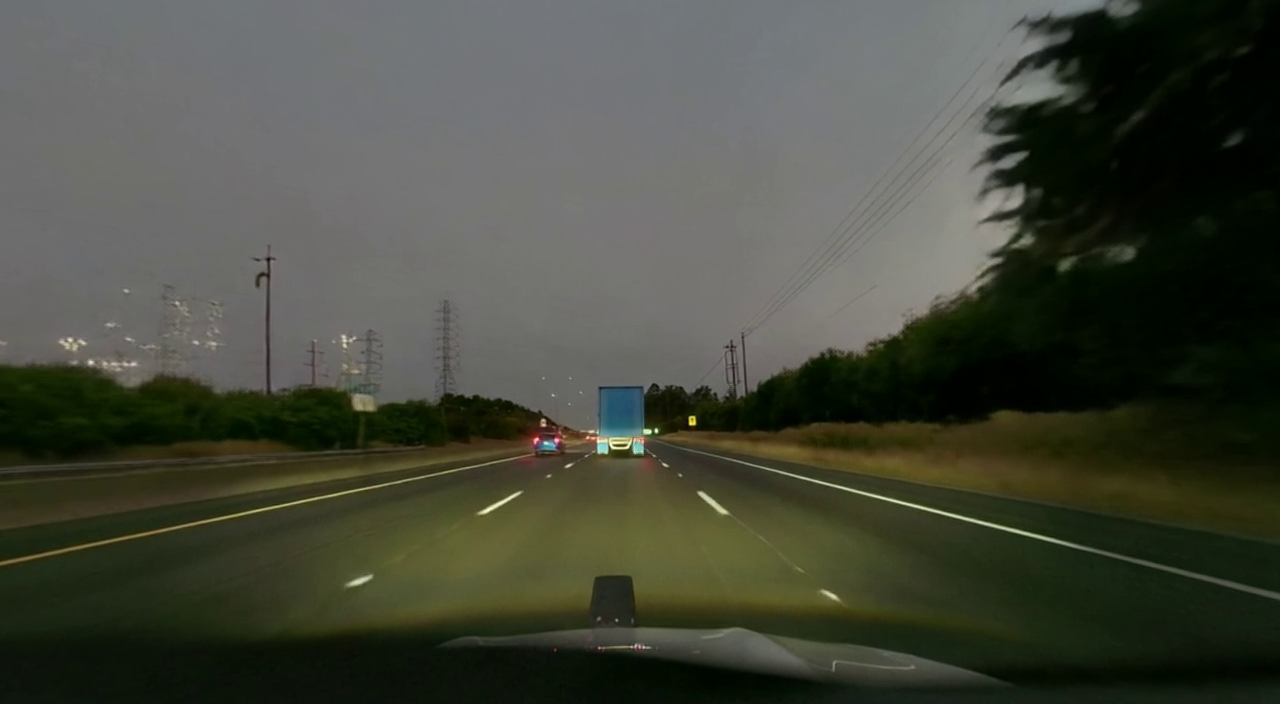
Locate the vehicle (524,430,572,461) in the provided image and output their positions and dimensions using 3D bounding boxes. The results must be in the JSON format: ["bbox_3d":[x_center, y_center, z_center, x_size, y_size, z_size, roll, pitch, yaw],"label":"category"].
[{"bbox_3d":[-5.235,5.378,36.461,2.117,1.618,4.480,0,-8,-1],"label":"vehicle"}]

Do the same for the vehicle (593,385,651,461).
[{"bbox_3d":[-1.062,4.285,37.068,2.955,3.851,9.915,0,-8,-2],"label":"vehicle"}]
